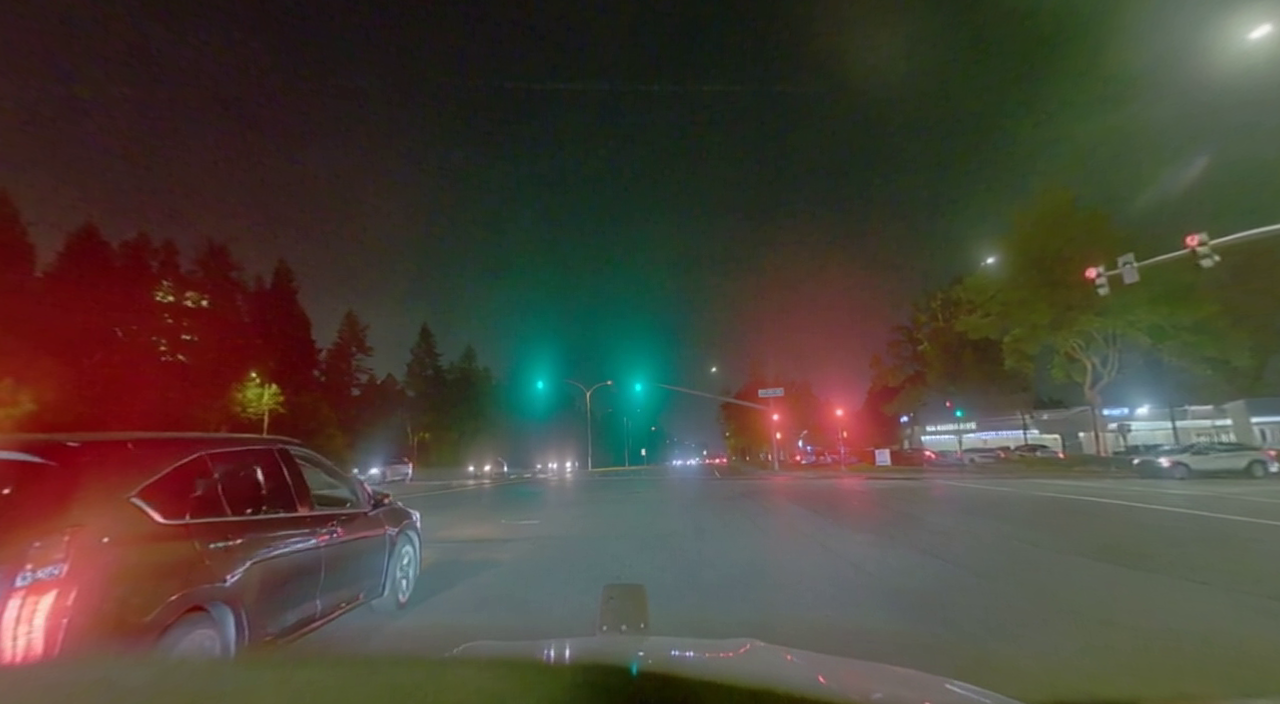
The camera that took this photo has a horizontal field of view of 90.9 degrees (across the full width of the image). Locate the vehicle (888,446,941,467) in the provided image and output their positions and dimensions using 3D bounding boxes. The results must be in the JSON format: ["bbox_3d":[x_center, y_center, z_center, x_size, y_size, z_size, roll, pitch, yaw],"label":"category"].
[{"bbox_3d":[19.581,7.392,44.833,1.945,1.434,4.293,-8,-12,44],"label":"vehicle"}]

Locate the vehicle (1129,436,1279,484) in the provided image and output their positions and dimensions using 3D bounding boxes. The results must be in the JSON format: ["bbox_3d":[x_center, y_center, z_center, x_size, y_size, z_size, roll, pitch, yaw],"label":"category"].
[{"bbox_3d":[19.439,3.596,21.097,4.552,1.492,2.002,1,-9,-5],"label":"vehicle"}]

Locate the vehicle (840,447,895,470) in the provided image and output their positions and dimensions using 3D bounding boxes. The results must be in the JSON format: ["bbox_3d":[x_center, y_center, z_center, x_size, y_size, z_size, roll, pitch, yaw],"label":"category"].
[{"bbox_3d":[17.171,7.983,47.352,2.060,1.445,4.712,-9,-11,43],"label":"vehicle"}]

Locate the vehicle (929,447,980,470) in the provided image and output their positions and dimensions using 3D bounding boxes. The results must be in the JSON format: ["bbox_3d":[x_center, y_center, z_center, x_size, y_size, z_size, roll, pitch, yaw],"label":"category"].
[{"bbox_3d":[21.619,7.257,43.189,1.930,1.410,4.313,-8,-11,42],"label":"vehicle"}]

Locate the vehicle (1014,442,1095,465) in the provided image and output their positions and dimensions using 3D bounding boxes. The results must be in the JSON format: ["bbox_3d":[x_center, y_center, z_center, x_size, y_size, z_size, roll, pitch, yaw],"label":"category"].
[{"bbox_3d":[30.335,7.415,46.169,4.678,1.558,1.883,1,-9,-5],"label":"vehicle"}]

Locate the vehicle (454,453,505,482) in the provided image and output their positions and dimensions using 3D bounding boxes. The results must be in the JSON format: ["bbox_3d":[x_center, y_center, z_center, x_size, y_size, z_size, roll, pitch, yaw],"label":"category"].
[{"bbox_3d":[-10.496,7.545,41.582,1.905,1.724,4.449,-1,-8,4],"label":"vehicle"}]

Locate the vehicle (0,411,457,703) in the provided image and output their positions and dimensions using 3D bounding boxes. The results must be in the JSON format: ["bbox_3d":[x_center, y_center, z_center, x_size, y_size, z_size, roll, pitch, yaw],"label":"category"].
[{"bbox_3d":[-2.847,1.217,3.848,1.924,1.482,4.734,0,-8,1],"label":"vehicle"}]
